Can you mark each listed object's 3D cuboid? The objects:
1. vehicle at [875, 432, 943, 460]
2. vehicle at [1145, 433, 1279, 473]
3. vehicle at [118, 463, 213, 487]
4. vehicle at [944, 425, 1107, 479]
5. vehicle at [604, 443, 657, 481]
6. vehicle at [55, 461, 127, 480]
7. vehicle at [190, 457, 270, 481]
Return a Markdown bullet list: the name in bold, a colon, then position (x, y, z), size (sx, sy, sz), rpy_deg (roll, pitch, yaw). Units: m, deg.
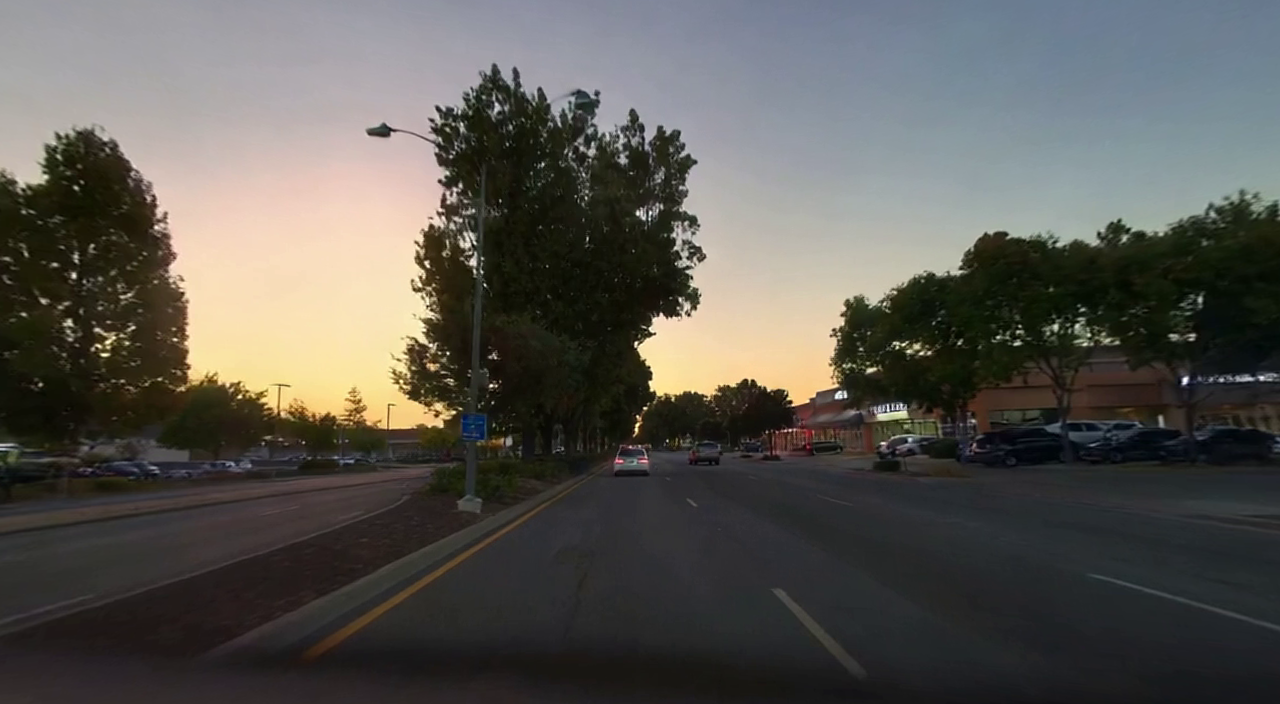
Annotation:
- **vehicle**: position (20.592, 7.222, 48.750), size (2.356, 2.005, 6.308), rpy_deg (0, -8, -1)
- **vehicle**: position (23.591, 4.101, 25.914), size (2.006, 1.455, 4.301), rpy_deg (-1, -8, -2)
- **vehicle**: position (-30.578, 7.914, 40.819), size (4.497, 1.450, 2.010), rpy_deg (0, -9, -1)
- **vehicle**: position (16.400, 4.300, 27.629), size (2.454, 1.973, 7.124), rpy_deg (-1, -8, -1)
- **vehicle**: position (-0.392, 4.723, 27.435), size (2.126, 1.475, 3.967), rpy_deg (0, -8, 0)
- **vehicle**: position (-43.264, 9.351, 49.813), size (3.918, 1.350, 1.804), rpy_deg (0, -8, -2)
- **vehicle**: position (-29.806, 8.517, 46.006), size (4.360, 1.606, 1.978), rpy_deg (1, -9, -5)
